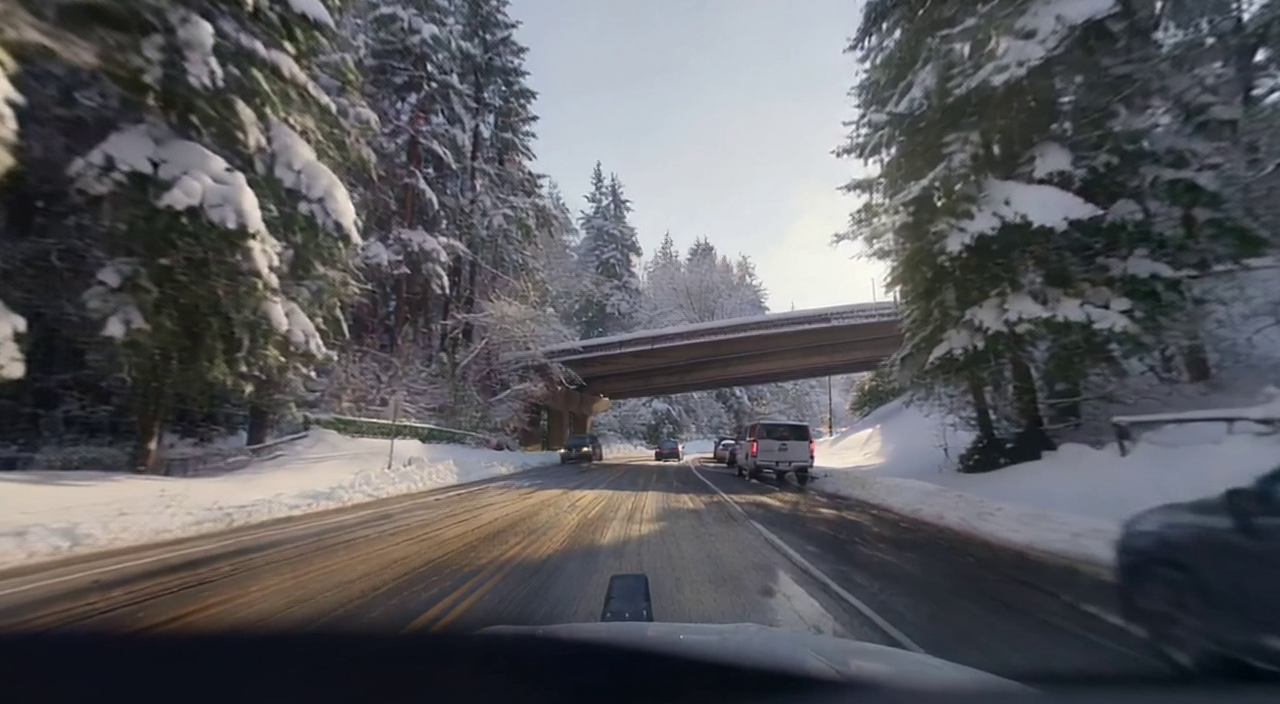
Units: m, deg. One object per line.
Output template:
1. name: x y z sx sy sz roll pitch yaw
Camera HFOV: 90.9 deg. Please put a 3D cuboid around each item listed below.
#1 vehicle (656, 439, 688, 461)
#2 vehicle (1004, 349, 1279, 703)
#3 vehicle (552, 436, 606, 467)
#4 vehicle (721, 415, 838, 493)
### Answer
1. vehicle: 2.344 7.090 45.697 2.078 1.506 4.058 -1 -8 6
2. vehicle: 3.741 0.836 2.632 1.938 1.710 4.249 0 -8 1
3. vehicle: -3.179 5.297 33.679 2.009 1.527 4.119 -1 -8 6
4. vehicle: 3.830 2.920 18.343 2.273 1.944 4.866 0 -8 0
